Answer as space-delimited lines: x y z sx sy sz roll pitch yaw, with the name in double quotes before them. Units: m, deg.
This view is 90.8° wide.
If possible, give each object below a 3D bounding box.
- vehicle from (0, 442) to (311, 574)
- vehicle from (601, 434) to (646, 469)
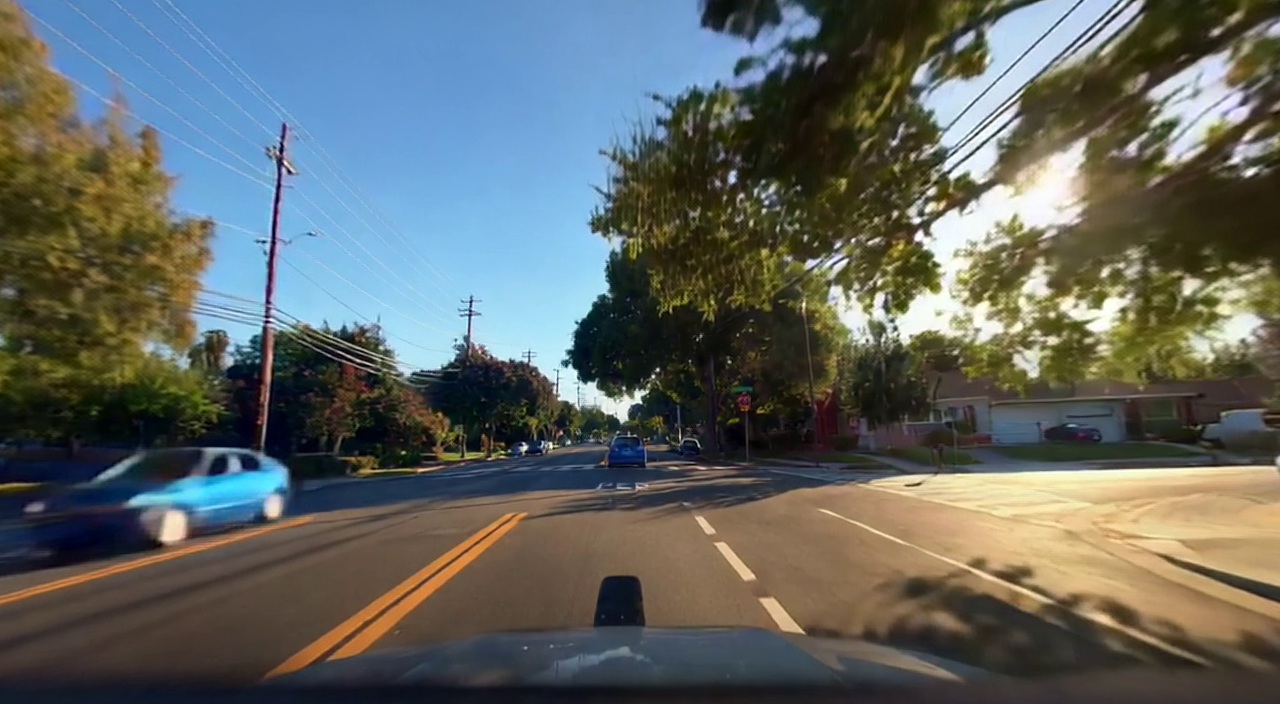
"vehicle" -7.111 2.098 9.406 2.034 1.464 4.438 0 -8 0
"vehicle" -0.695 4.426 28.162 1.877 1.448 3.830 0 -8 0
